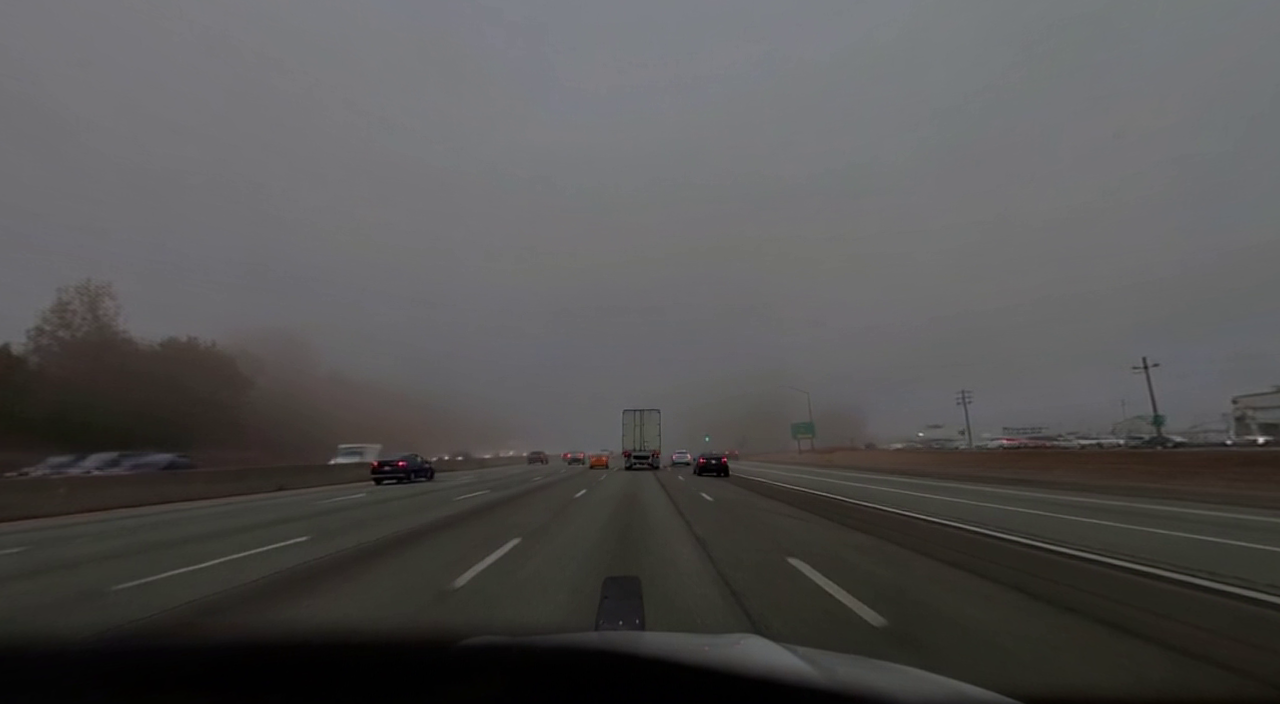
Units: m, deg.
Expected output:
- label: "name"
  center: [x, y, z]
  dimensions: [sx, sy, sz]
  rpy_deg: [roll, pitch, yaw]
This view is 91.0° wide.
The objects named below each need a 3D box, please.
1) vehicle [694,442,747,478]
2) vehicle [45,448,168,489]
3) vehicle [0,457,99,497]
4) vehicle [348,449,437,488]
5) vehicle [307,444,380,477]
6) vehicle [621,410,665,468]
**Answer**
- label: "vehicle"
  center: [4.070, 5.515, 32.417]
  dimensions: [2.107, 1.707, 4.445]
  rpy_deg: [0, -9, 0]
- label: "vehicle"
  center: [-20.532, 4.475, 24.440]
  dimensions: [1.603, 1.447, 3.570]
  rpy_deg: [0, -9, 0]
- label: "vehicle"
  center: [-24.086, 4.945, 25.232]
  dimensions: [1.593, 1.431, 3.593]
  rpy_deg: [0, -9, -1]
- label: "vehicle"
  center: [-10.645, 5.013, 27.486]
  dimensions: [2.015, 1.521, 4.550]
  rpy_deg: [0, -9, 1]
- label: "vehicle"
  center: [-17.322, 6.354, 37.085]
  dimensions: [2.130, 1.783, 4.698]
  rpy_deg: [0, -9, -2]
- label: "vehicle"
  center: [0.384, 6.695, 48.141]
  dimensions: [3.012, 3.928, 10.262]
  rpy_deg: [0, -9, 2]
